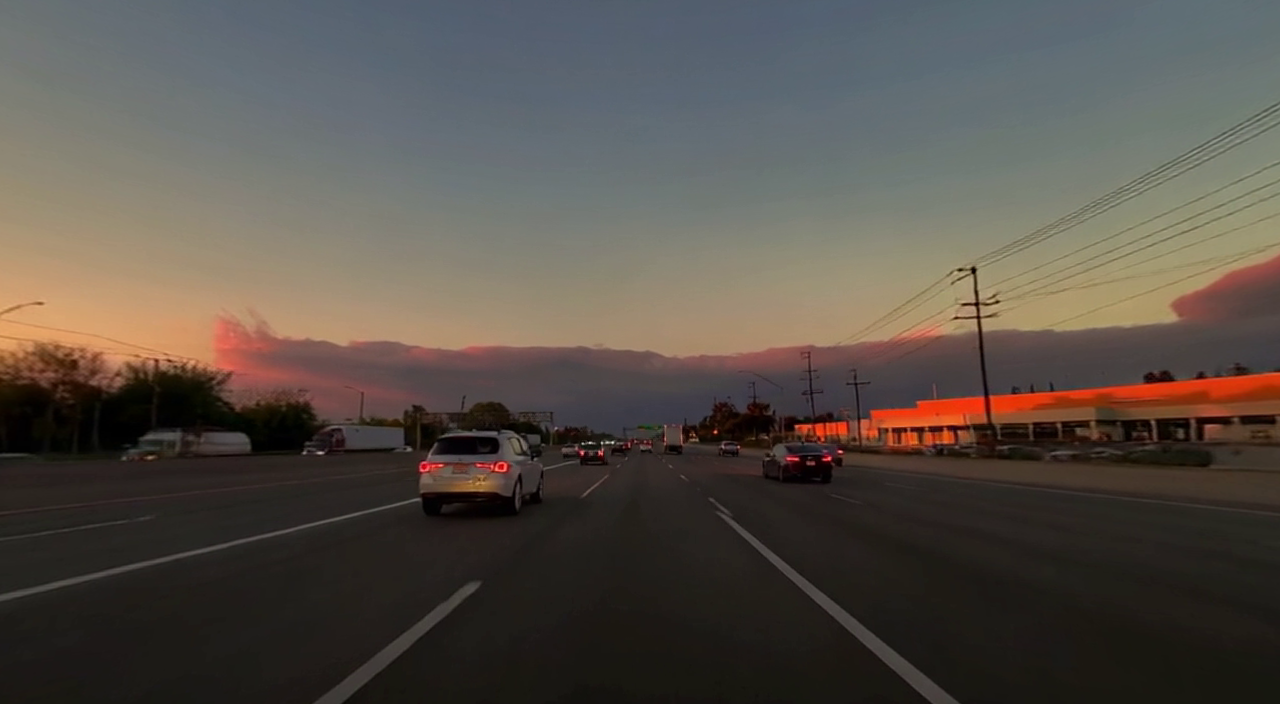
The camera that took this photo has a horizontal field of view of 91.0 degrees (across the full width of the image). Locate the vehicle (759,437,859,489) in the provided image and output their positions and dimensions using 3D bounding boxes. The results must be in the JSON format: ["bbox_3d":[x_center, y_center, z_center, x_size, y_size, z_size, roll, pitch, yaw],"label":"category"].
[{"bbox_3d":[5.382,3.603,20.691,1.980,1.501,4.433,1,-9,-1],"label":"vehicle"}]

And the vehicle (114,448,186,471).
[{"bbox_3d":[-34.954,7.660,45.021,1.774,1.527,3.995,0,-9,3],"label":"vehicle"}]

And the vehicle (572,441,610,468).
[{"bbox_3d":[-2.892,6.138,37.772,1.929,1.521,4.097,0,-9,1],"label":"vehicle"}]

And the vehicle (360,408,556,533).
[{"bbox_3d":[-2.981,2.086,11.586,2.130,1.799,4.583,0,-9,1],"label":"vehicle"}]
